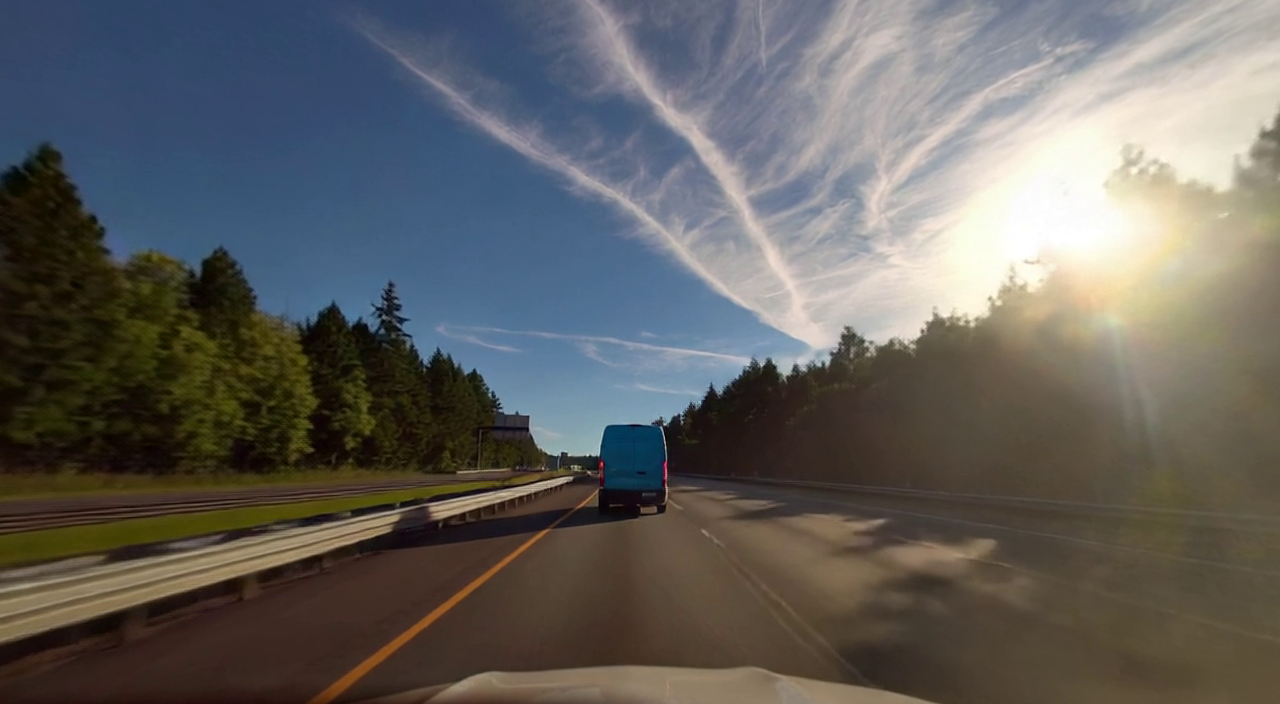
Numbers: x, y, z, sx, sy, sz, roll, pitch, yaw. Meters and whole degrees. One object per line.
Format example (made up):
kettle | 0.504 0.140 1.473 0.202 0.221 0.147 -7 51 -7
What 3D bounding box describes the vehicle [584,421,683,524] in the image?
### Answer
vehicle | -0.240 3.464 18.370 2.375 2.432 6.161 1 -10 -2
